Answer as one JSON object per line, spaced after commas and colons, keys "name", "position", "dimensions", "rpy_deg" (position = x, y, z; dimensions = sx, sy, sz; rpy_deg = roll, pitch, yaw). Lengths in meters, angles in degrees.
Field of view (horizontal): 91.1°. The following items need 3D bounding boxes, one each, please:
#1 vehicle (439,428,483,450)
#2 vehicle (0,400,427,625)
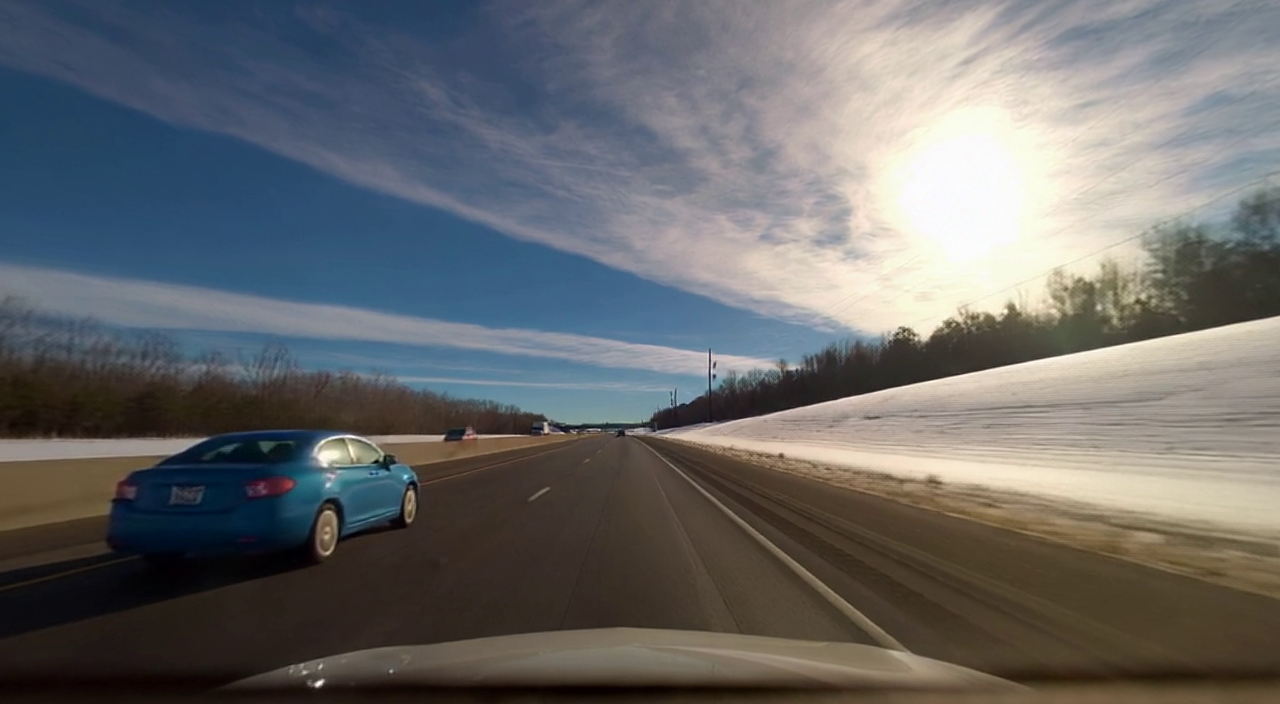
{"name": "vehicle", "position": [-12.807, 6.269, 45.258], "dimensions": [1.904, 1.494, 4.227], "rpy_deg": [0, -8, 0]}
{"name": "vehicle", "position": [-3.841, 1.372, 6.366], "dimensions": [1.999, 1.536, 3.969], "rpy_deg": [0, -8, 0]}
